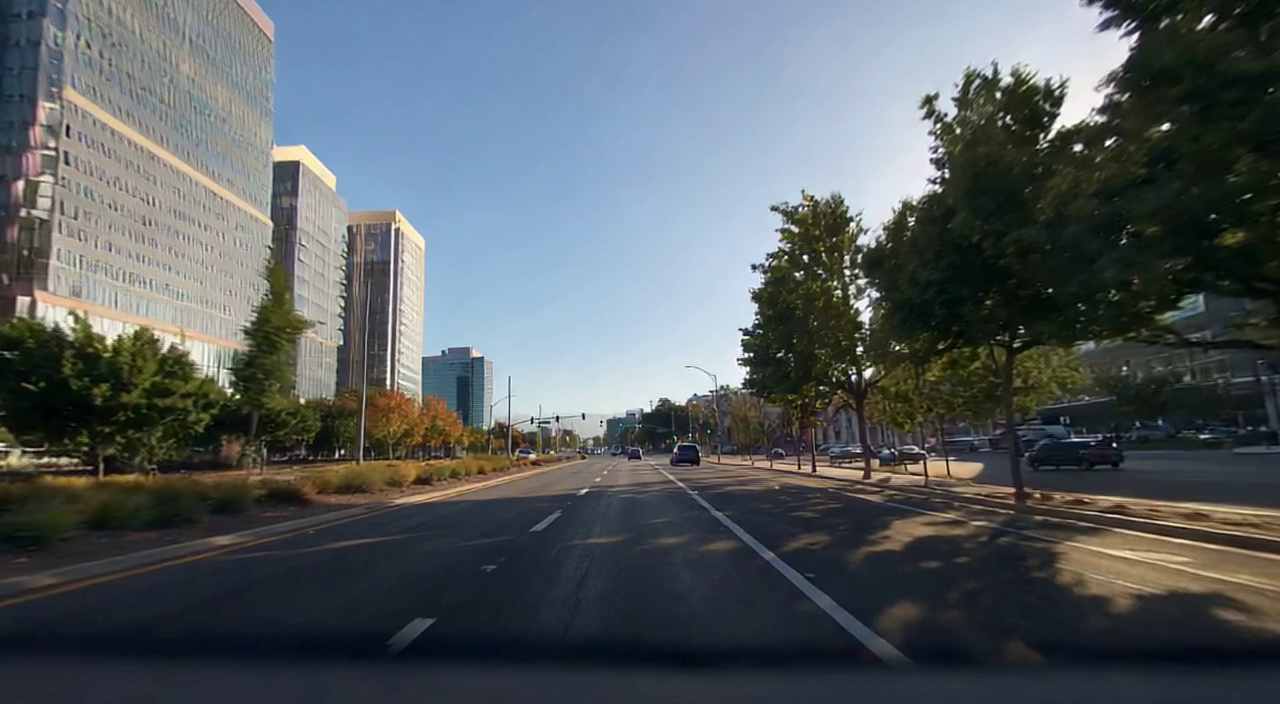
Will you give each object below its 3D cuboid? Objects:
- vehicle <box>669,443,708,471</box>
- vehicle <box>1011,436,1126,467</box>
[{"bbox_3d":[3.177,6.992,42.198,2.069,1.761,4.610,0,-9,-2],"label":"vehicle"},{"bbox_3d":[21.844,5.090,32.358,4.217,1.470,2.173,-1,-9,2],"label":"vehicle"}]
